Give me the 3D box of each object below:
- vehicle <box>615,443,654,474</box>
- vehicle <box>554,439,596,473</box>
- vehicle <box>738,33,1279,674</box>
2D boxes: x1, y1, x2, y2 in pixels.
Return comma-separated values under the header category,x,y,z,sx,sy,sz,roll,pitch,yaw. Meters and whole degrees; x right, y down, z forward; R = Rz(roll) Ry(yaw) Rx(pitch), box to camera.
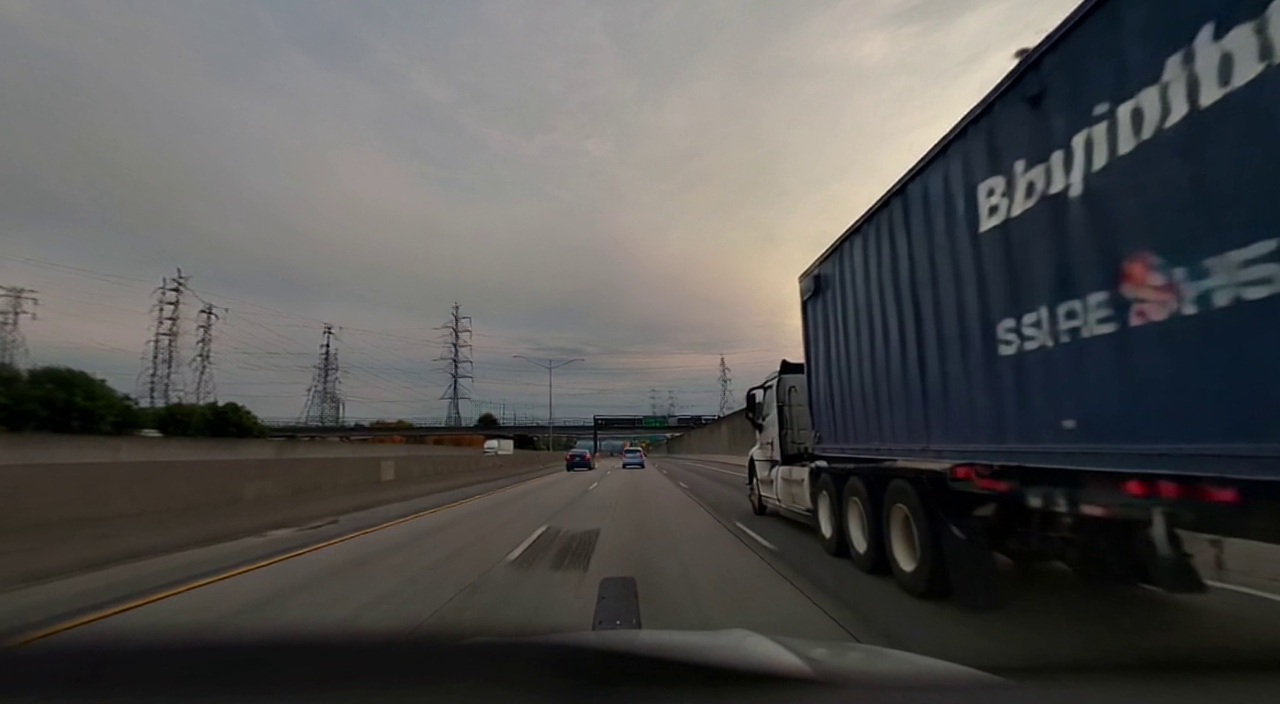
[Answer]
category,x,y,z,sx,sy,sz,roll,pitch,yaw
vehicle,-0.286,5.857,34.663,2.004,1.615,4.113,0,-9,0
vehicle,-3.884,6.362,38.545,2.077,1.884,4.961,0,-9,0
vehicle,3.813,0.625,8.801,3.011,3.930,10.078,0,-9,-1
